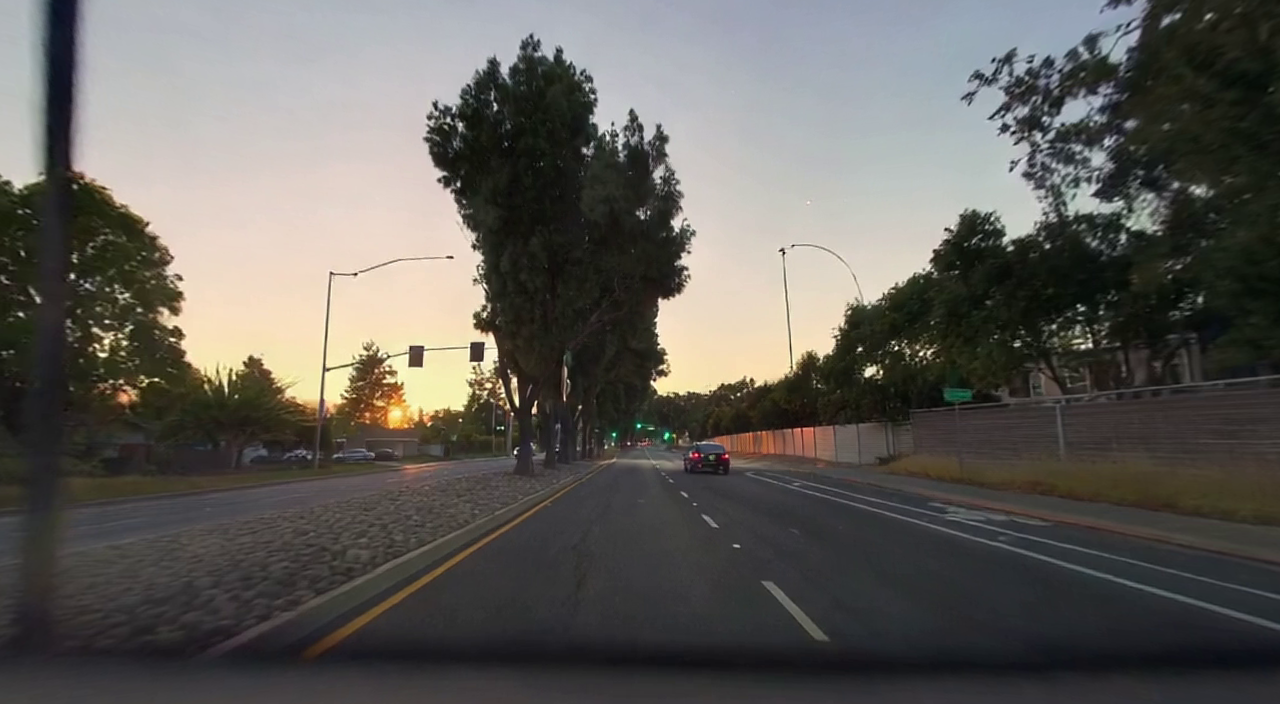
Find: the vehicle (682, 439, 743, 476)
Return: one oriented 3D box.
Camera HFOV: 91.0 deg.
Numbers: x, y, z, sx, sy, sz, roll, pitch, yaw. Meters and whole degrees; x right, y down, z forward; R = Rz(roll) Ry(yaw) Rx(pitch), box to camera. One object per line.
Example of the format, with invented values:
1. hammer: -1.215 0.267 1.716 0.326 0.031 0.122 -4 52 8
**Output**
1. vehicle: 3.098 4.626 27.761 2.105 1.490 4.008 0 -9 -2
